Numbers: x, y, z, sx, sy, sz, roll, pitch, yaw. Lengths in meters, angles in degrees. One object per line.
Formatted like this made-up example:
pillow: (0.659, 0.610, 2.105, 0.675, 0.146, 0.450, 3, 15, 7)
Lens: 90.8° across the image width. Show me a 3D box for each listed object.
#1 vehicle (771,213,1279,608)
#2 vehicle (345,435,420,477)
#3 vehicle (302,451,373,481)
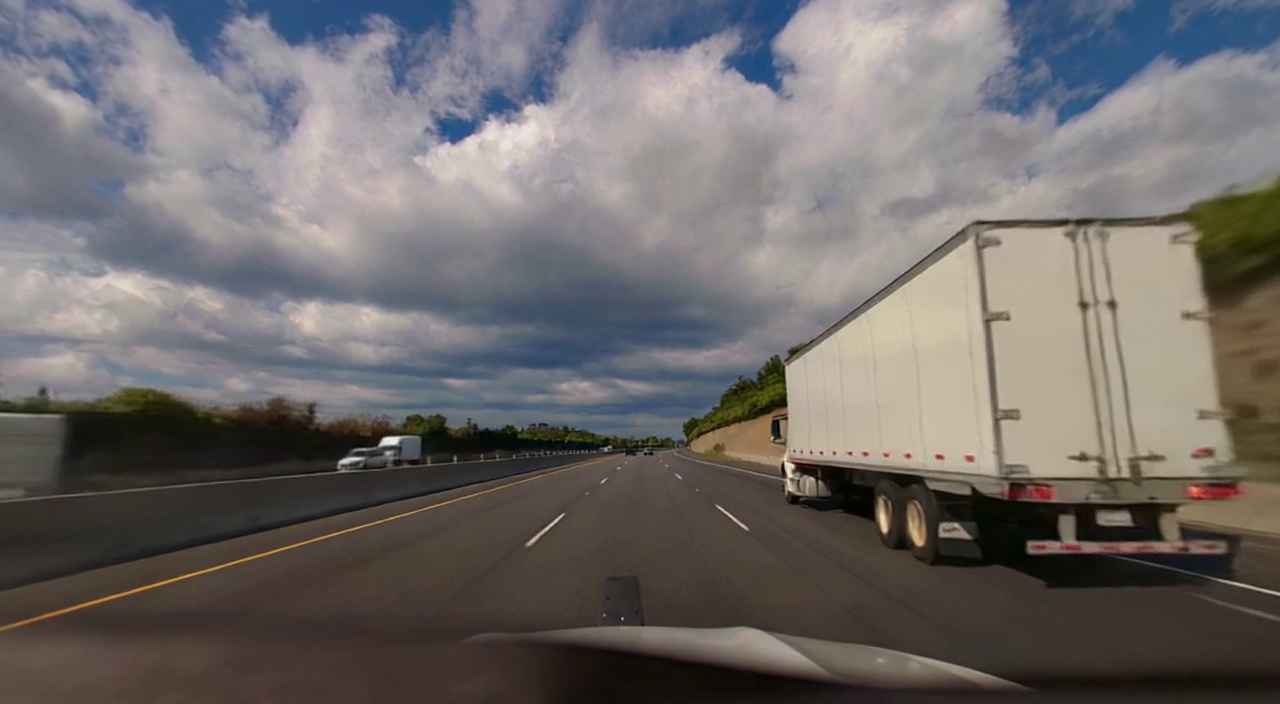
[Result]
vehicle: (4.321, 1.046, 9.352, 2.771, 3.313, 8.121, 0, -9, -1)
vehicle: (-19.295, 7.849, 47.771, 2.658, 2.883, 6.850, 0, -9, 1)
vehicle: (-19.338, 7.302, 40.638, 1.909, 1.768, 5.200, 0, -9, 1)
